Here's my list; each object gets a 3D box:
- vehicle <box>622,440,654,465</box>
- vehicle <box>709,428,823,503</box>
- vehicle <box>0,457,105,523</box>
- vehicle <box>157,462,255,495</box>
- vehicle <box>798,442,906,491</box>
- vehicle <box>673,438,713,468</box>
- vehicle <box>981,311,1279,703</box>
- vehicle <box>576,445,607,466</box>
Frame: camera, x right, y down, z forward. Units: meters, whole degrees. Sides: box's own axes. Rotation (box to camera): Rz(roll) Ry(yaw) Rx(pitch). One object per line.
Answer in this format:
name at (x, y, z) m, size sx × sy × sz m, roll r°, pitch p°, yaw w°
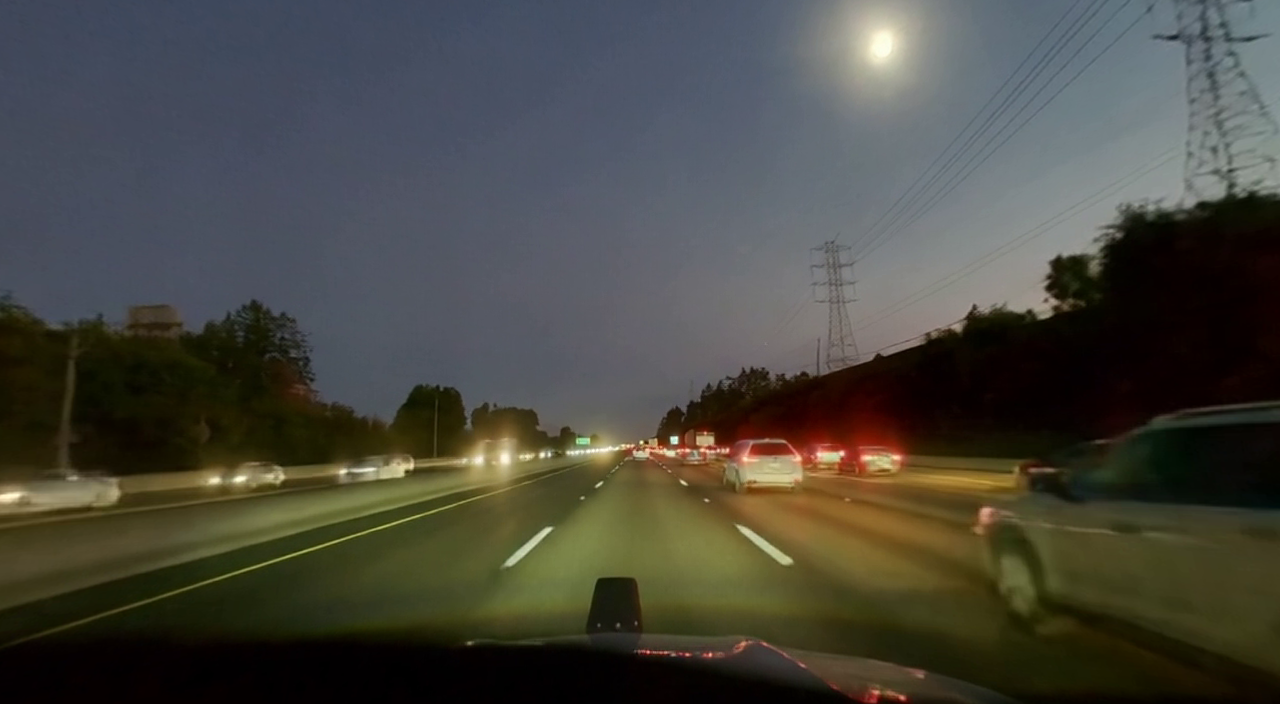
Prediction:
vehicle at (-0.153, 7.636, 47.779) m, size 2.314 × 1.796 × 4.254 m, roll 0°, pitch -8°, yaw -1°
vehicle at (3.266, 3.044, 17.305) m, size 2.111 × 1.755 × 4.459 m, roll 0°, pitch -8°, yaw -1°
vehicle at (-19.031, 4.099, 18.848) m, size 1.920 × 1.758 × 4.611 m, roll 0°, pitch -8°, yaw 0°
vehicle at (-23.019, 6.699, 33.651) m, size 1.855 × 1.462 × 4.718 m, roll 0°, pitch -8°, yaw 0°
vehicle at (6.876, 3.746, 20.971) m, size 1.992 × 1.431 × 4.506 m, roll 0°, pitch -8°, yaw 0°
vehicle at (3.525, 6.791, 42.494) m, size 2.095 × 1.886 × 4.727 m, roll 0°, pitch -8°, yaw -2°
vehicle at (3.602, 0.705, 2.118) m, size 2.138 × 1.826 × 4.783 m, roll 0°, pitch -8°, yaw -1°
vehicle at (-3.663, 7.904, 48.228) m, size 2.051 × 1.510 × 4.373 m, roll 0°, pitch -8°, yaw 0°
